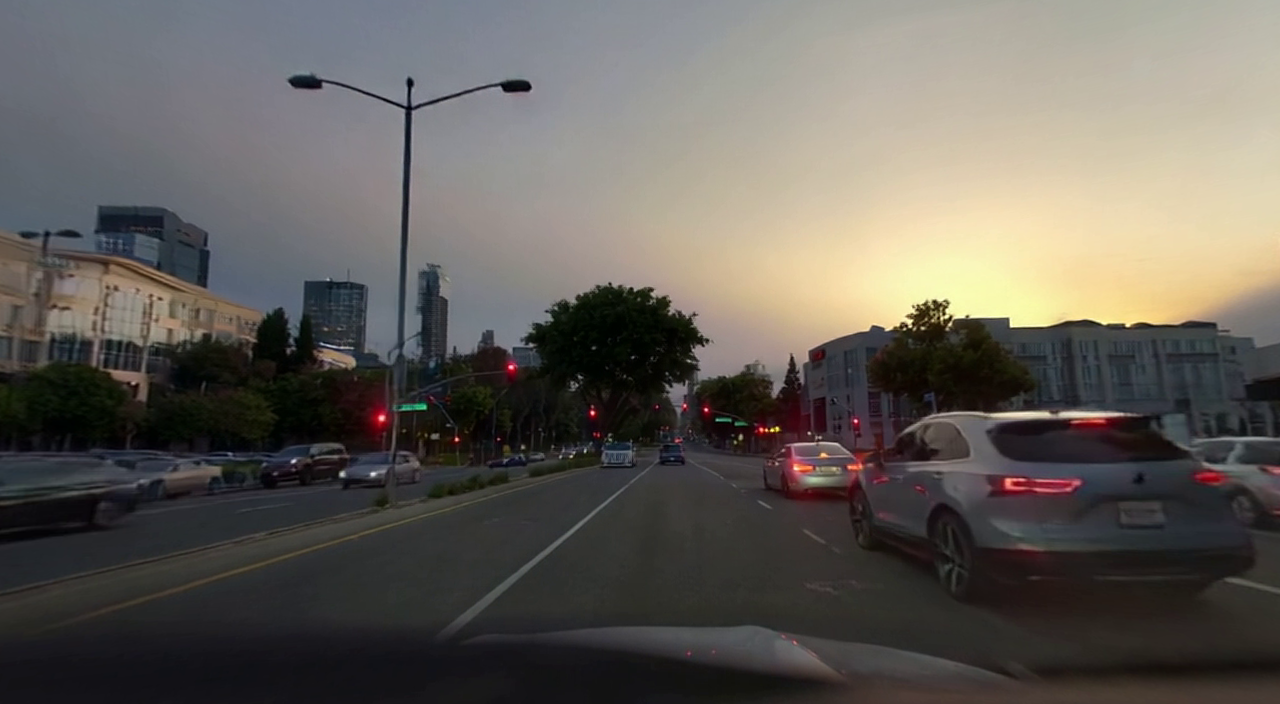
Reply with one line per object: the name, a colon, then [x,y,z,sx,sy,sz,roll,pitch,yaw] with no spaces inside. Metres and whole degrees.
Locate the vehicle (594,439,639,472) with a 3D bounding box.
vehicle: [-1.232,5.829,35.706,2.057,1.678,4.639,-1,-8,4]

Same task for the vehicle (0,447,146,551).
vehicle: [-10.759,2.302,9.959,2.047,1.572,4.472,-1,-8,4]

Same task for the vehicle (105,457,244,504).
vehicle: [-16.988,4.660,23.340,1.804,1.437,4.560,0,-8,-2]

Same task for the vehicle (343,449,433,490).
vehicle: [-10.157,4.732,25.745,1.884,1.456,4.356,0,-8,0]

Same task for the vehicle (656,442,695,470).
vehicle: [2.016,5.853,35.662,2.059,1.477,3.988,-1,-8,4]

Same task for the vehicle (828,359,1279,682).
vehicle: [3.608,1.293,6.041,2.282,1.797,4.924,-1,-8,3]

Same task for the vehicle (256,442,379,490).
vehicle: [-14.134,5.005,28.153,2.337,1.895,5.872,0,-8,1]
